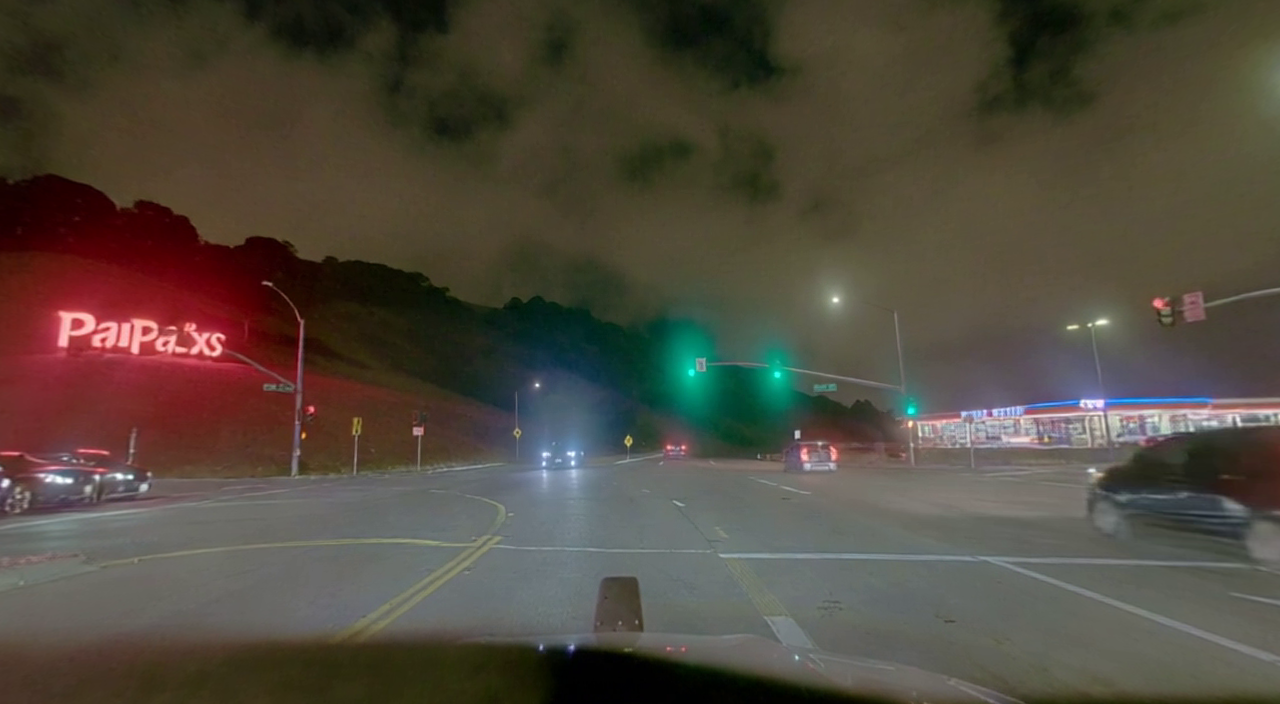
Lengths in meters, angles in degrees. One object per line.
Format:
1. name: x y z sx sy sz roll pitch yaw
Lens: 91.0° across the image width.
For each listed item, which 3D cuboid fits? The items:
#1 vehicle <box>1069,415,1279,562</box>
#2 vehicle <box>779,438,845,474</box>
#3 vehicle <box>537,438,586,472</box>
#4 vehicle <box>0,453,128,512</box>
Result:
1. vehicle: 9.411 1.987 9.583 2.114 1.898 4.996 0 -8 -1
2. vehicle: 9.421 5.734 34.880 2.273 1.839 4.218 1 -9 -3
3. vehicle: -4.595 6.127 37.658 2.238 1.883 4.503 0 -9 2
4. vehicle: -19.790 4.195 20.478 4.440 1.748 2.033 0 -9 1
